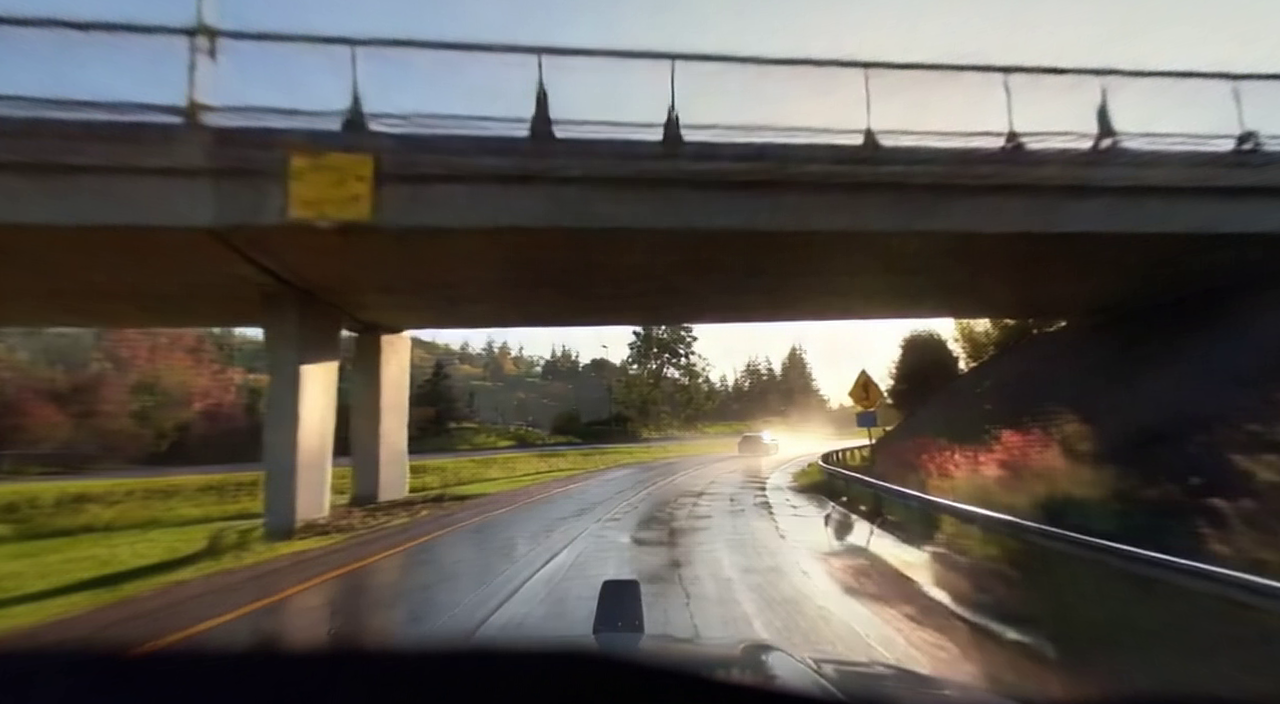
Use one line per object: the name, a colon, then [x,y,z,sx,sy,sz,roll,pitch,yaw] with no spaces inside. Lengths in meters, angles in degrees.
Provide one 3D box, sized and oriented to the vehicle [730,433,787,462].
vehicle: [6.333,5.061,33.365,1.980,1.449,3.650,-5,-10,26]
